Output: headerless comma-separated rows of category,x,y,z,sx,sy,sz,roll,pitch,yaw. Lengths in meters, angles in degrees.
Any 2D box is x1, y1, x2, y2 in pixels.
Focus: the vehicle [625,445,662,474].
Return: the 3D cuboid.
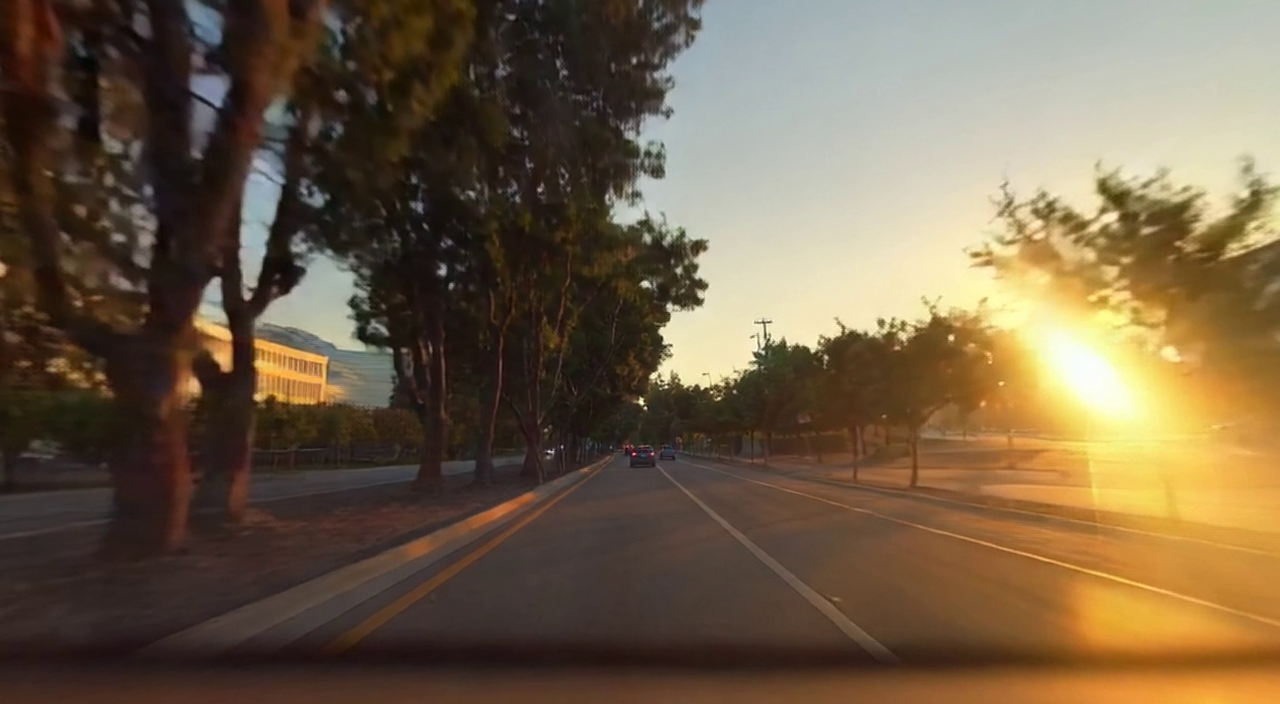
vehicle,0.151,6.377,37.597,2.048,1.584,4.393,1,-9,-1
